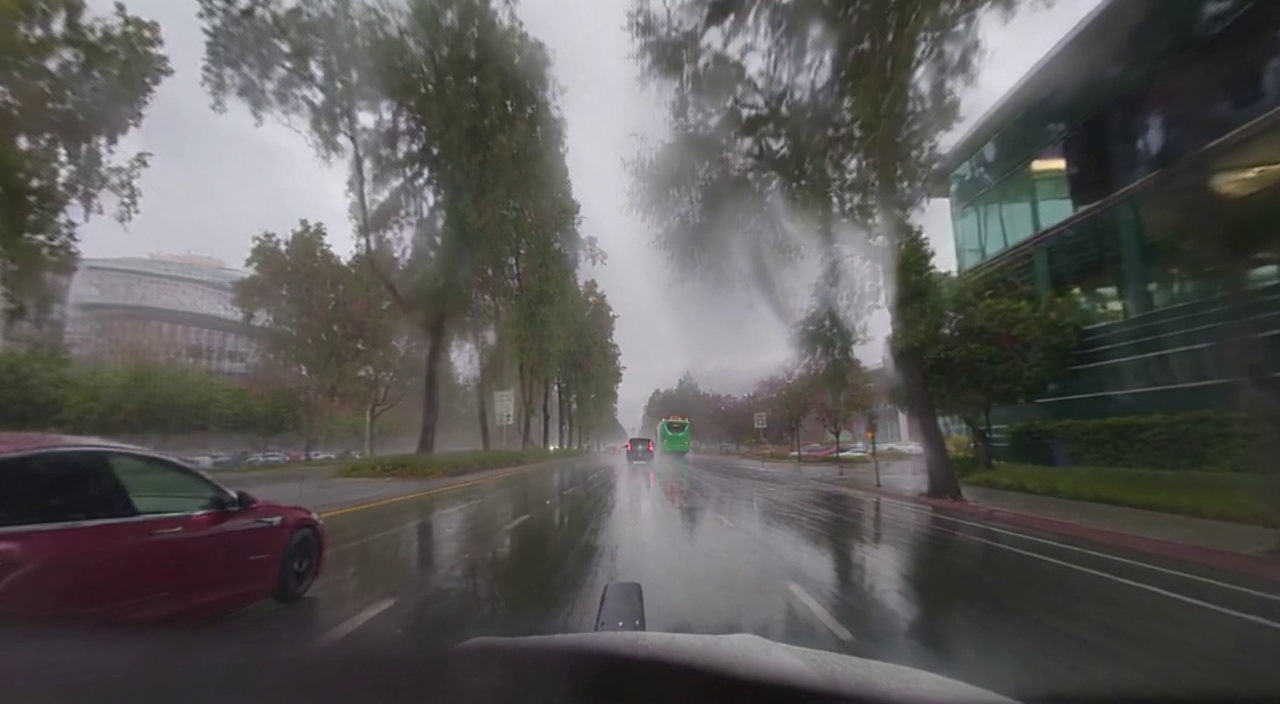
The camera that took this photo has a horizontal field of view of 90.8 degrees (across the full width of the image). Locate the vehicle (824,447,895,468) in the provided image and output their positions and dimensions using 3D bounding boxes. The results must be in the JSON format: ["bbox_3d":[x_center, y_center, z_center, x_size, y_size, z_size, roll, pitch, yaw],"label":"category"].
[{"bbox_3d":[16.674,8.028,48.097,4.682,1.507,1.878,0,-9,0],"label":"vehicle"}]

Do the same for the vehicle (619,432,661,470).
[{"bbox_3d":[0.032,5.957,38.093,2.336,2.122,5.207,0,-9,1],"label":"vehicle"}]

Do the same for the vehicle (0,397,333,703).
[{"bbox_3d":[-3.693,0.995,3.024,2.120,1.481,4.535,0,-9,1],"label":"vehicle"}]
